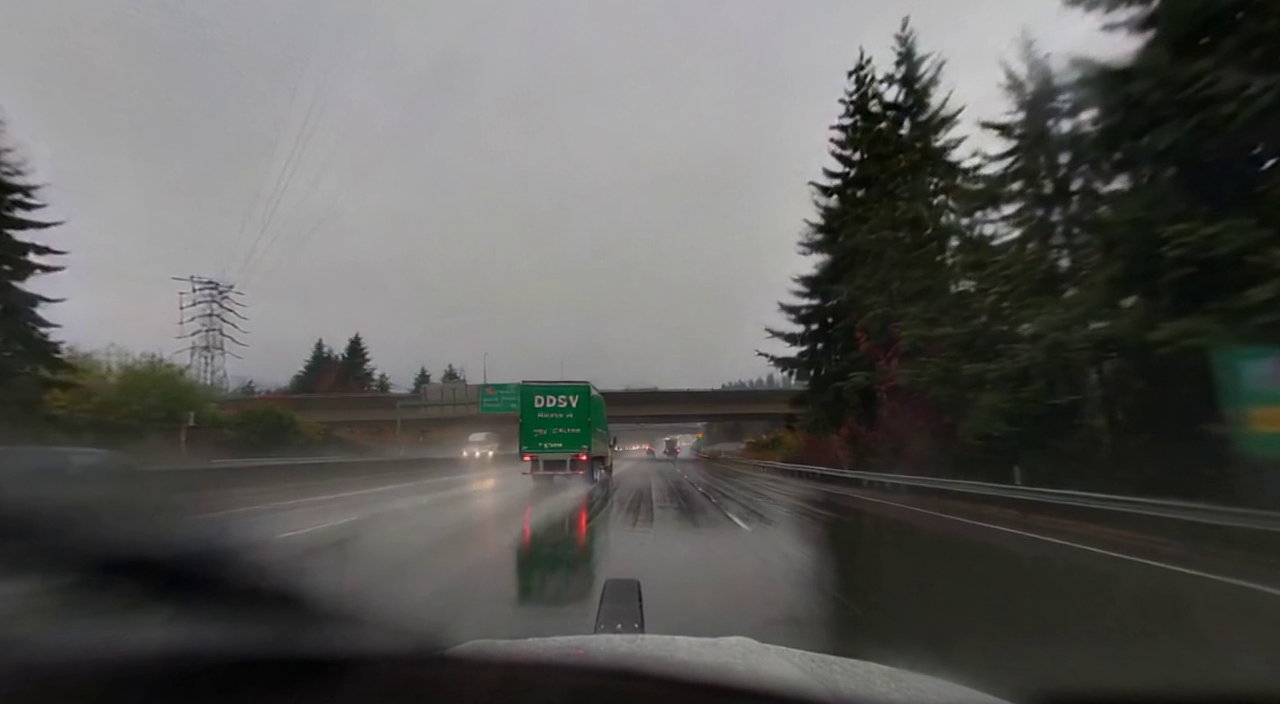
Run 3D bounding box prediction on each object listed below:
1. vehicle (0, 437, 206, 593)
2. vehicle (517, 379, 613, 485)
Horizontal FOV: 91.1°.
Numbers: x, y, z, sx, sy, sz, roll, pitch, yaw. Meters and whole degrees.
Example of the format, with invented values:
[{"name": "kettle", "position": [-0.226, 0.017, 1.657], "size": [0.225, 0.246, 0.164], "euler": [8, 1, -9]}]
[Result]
[{"name": "vehicle", "position": [-7.053, 1.610, 6.314], "size": [1.958, 1.467, 4.737], "euler": [-1, -9, 1]}, {"name": "vehicle", "position": [-3.116, 4.005, 30.303], "size": [3.025, 4.002, 12.709], "euler": [-1, -9, 0]}]
